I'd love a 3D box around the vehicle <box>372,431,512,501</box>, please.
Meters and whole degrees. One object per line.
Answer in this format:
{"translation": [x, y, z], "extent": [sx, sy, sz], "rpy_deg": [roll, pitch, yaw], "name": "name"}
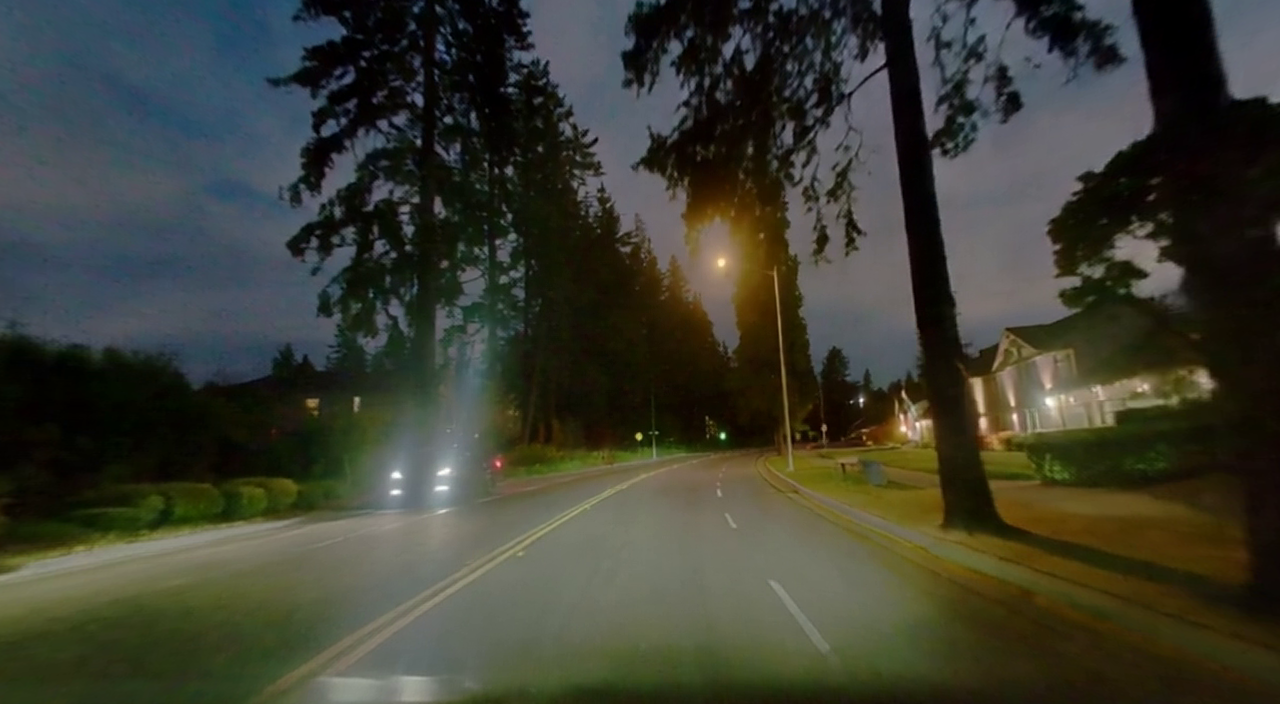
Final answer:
{"translation": [-5.304, 3.308, 17.793], "extent": [2.002, 1.601, 5.012], "rpy_deg": [-3, -13, 4], "name": "vehicle"}
